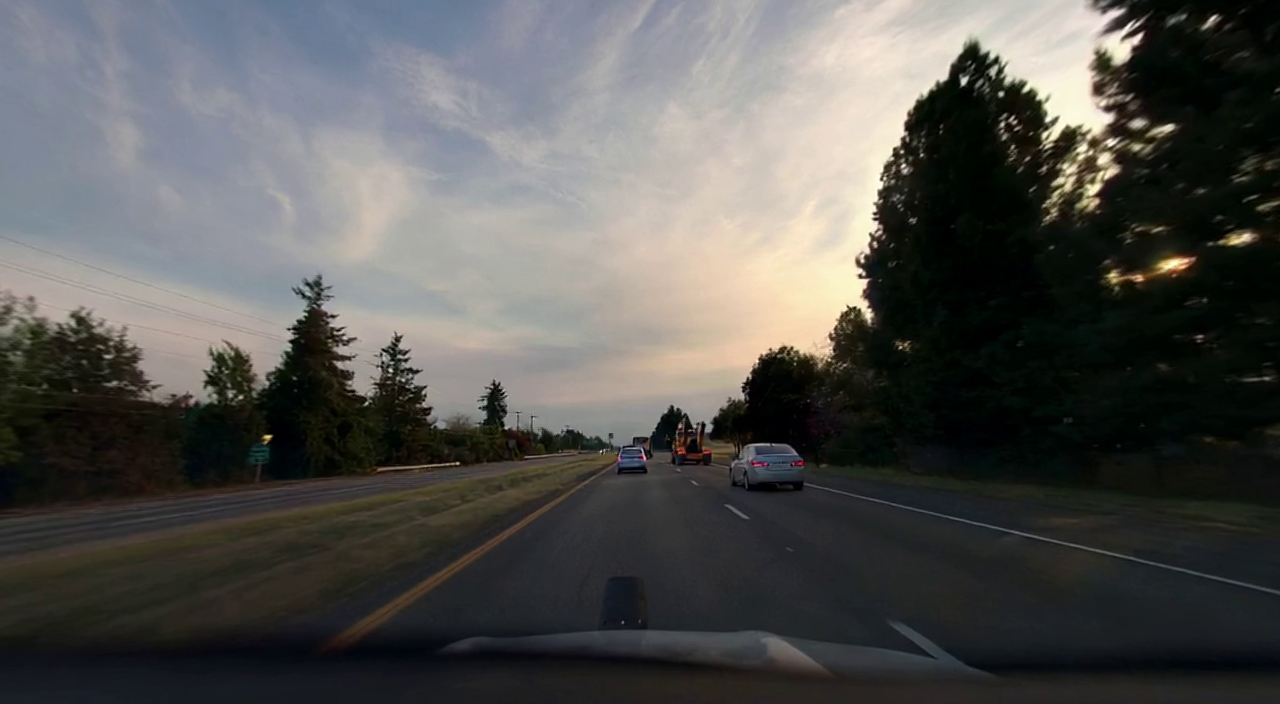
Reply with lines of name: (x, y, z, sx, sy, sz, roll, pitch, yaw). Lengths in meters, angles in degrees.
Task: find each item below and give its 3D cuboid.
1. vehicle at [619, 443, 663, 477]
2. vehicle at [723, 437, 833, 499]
vehicle: (0.014, 5.318, 31.144, 2.045, 1.527, 4.023, 0, -9, -1)
vehicle: (3.768, 3.255, 18.012, 2.168, 1.529, 3.883, 0, -9, -1)
